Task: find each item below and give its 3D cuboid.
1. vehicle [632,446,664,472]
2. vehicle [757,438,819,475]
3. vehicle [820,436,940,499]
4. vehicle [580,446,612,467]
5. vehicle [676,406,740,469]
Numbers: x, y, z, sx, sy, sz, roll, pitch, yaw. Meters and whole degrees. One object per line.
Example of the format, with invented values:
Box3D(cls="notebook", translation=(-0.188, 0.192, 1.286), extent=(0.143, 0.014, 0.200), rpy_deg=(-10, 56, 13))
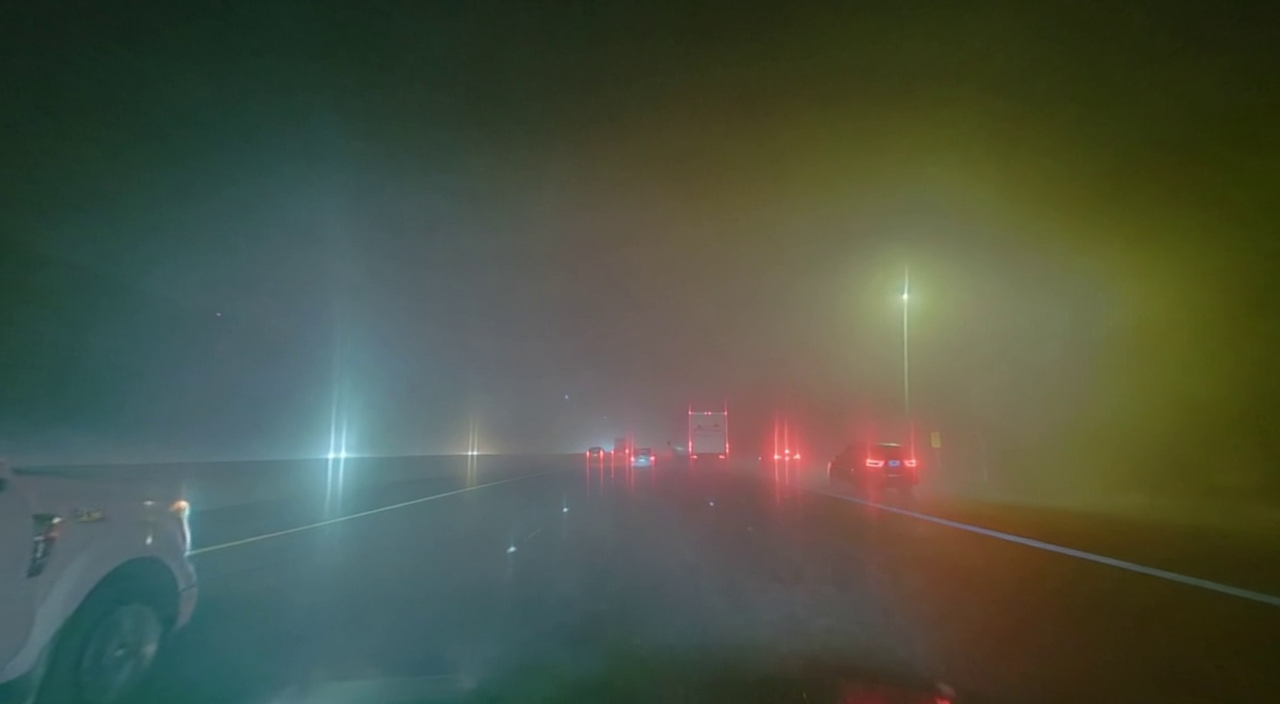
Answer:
Box3D(cls="vehicle", translation=(0.478, 6.639, 39.236), extent=(1.866, 1.492, 3.932), rpy_deg=(0, -9, 0))
Box3D(cls="vehicle", translation=(7.822, 5.563, 33.737), extent=(2.143, 1.775, 4.729), rpy_deg=(0, -9, 0))
Box3D(cls="vehicle", translation=(7.204, 3.505, 19.502), extent=(2.044, 1.676, 4.421), rpy_deg=(0, -9, 1))
Box3D(cls="vehicle", translation=(-3.306, 7.903, 47.740), extent=(2.132, 1.506, 4.256), rpy_deg=(0, -9, 0))
Box3D(cls="vehicle", translation=(4.244, 5.756, 41.810), extent=(3.130, 3.607, 11.129), rpy_deg=(0, -9, 1))
